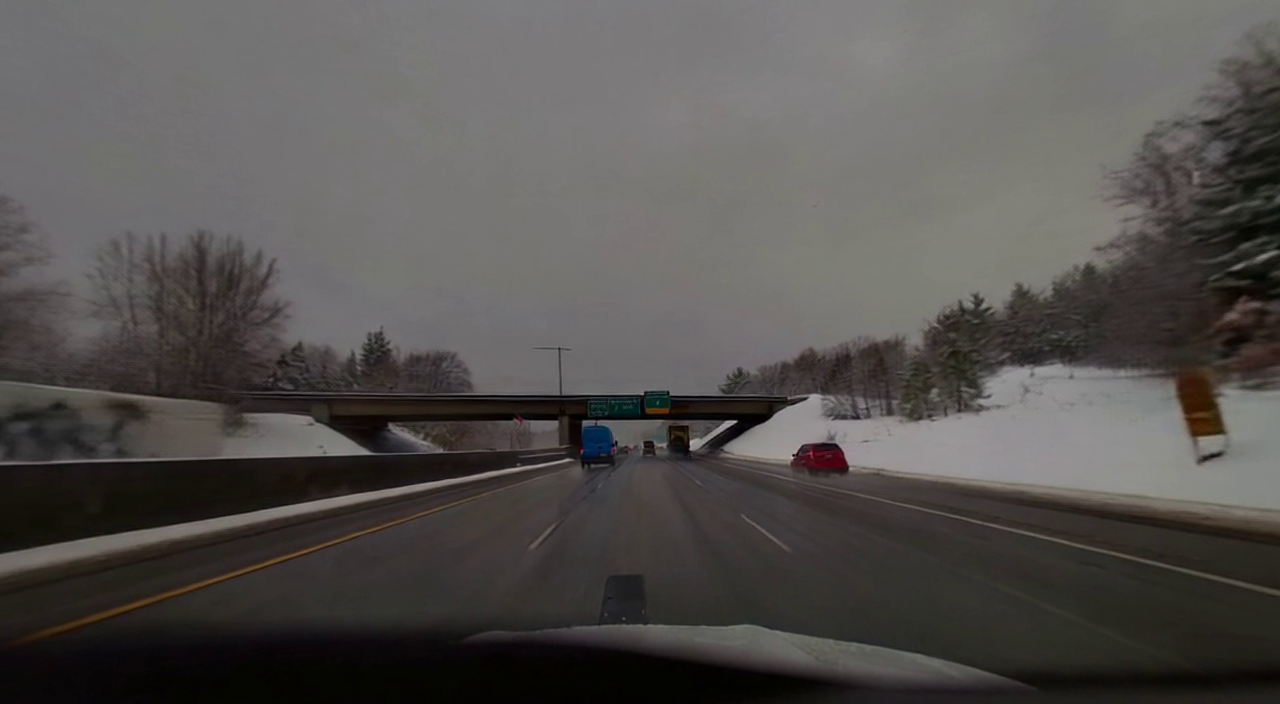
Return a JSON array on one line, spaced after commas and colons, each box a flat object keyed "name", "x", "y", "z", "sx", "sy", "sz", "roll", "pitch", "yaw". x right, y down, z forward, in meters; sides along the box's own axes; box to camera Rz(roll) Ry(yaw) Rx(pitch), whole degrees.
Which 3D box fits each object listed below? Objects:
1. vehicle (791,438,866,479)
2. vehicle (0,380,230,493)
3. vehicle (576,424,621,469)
[{"name": "vehicle", "x": 8.164, "y": 4.661, "z": 27.695, "sx": 1.936, "sy": 1.664, "sz": 4.198, "roll": 0, "pitch": -9, "yaw": 0}, {"name": "vehicle", "x": -19.774, "y": 3.227, "z": 23.638, "sx": 3.267, "sy": 3.506, "sz": 7.908, "roll": 0, "pitch": -9, "yaw": 1}, {"name": "vehicle", "x": -2.541, "y": 6.069, "z": 40.299, "sx": 2.451, "sy": 2.627, "sz": 5.868, "roll": 0, "pitch": -9, "yaw": 0}]
